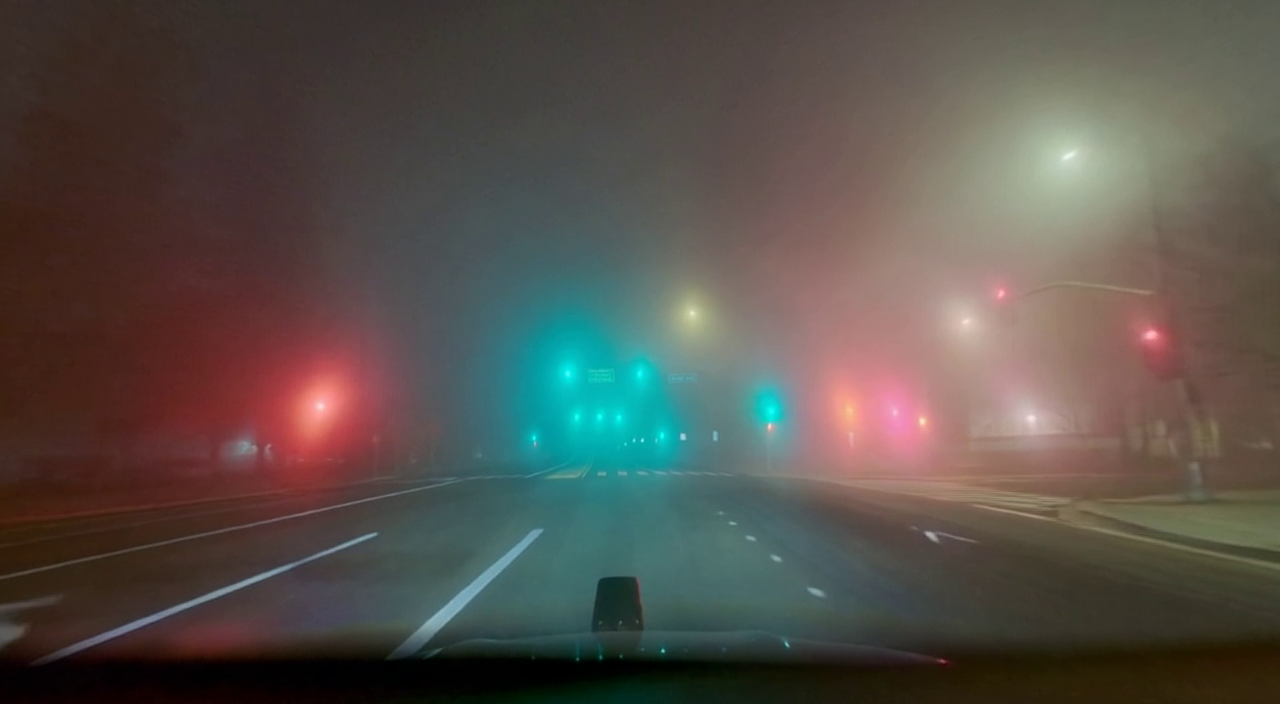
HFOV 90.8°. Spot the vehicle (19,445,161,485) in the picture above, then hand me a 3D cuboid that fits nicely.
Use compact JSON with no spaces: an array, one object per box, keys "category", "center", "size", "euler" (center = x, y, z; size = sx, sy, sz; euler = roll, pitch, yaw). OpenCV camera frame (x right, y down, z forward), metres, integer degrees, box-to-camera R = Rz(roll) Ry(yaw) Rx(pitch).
[{"category":"vehicle","center":[-25.865,5.329,29.877],"size":[4.577,1.584,2.000],"euler":[3,-7,-7]}]
